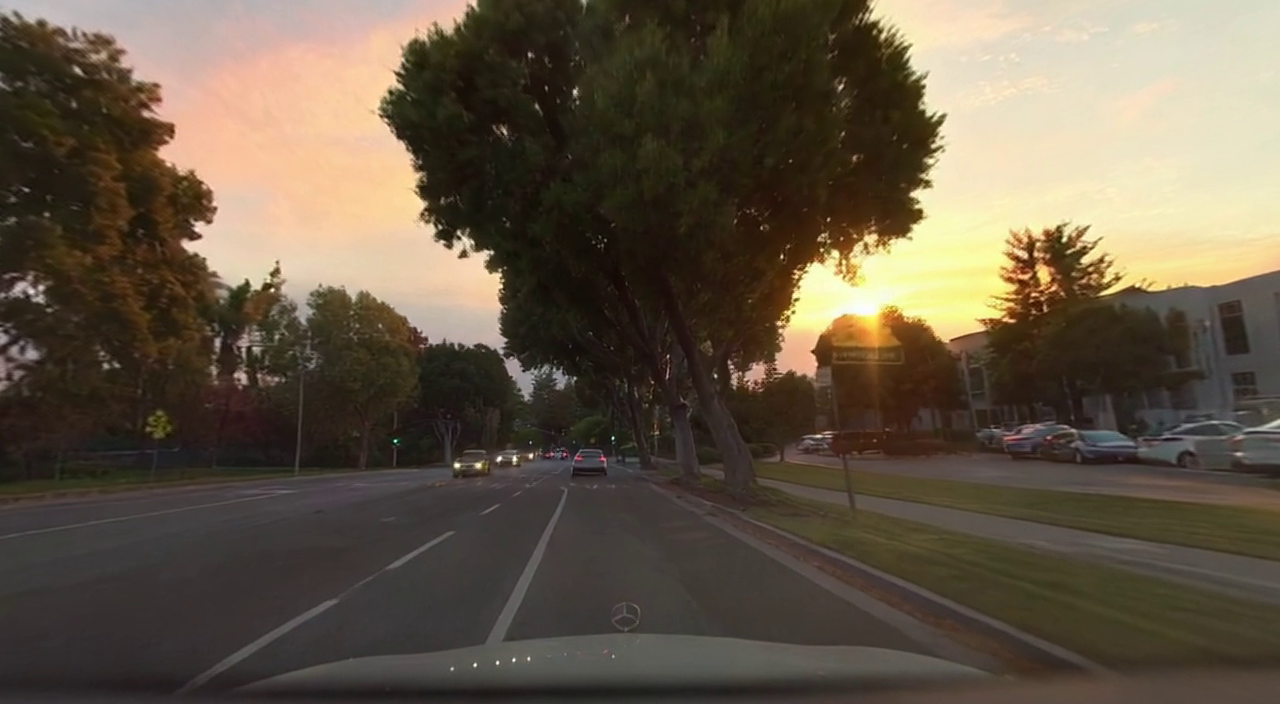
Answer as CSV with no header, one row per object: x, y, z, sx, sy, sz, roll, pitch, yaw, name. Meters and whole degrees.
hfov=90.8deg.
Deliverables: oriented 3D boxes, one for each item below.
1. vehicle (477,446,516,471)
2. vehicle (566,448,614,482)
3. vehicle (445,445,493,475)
-10.786,7.984,47.783,2.121,1.752,4.513,0,-8,-4,vehicle
-2.332,5.299,29.988,2.111,1.466,4.223,0,-8,-3,vehicle
-10.523,6.662,39.171,2.049,1.723,4.310,0,-8,-4,vehicle
